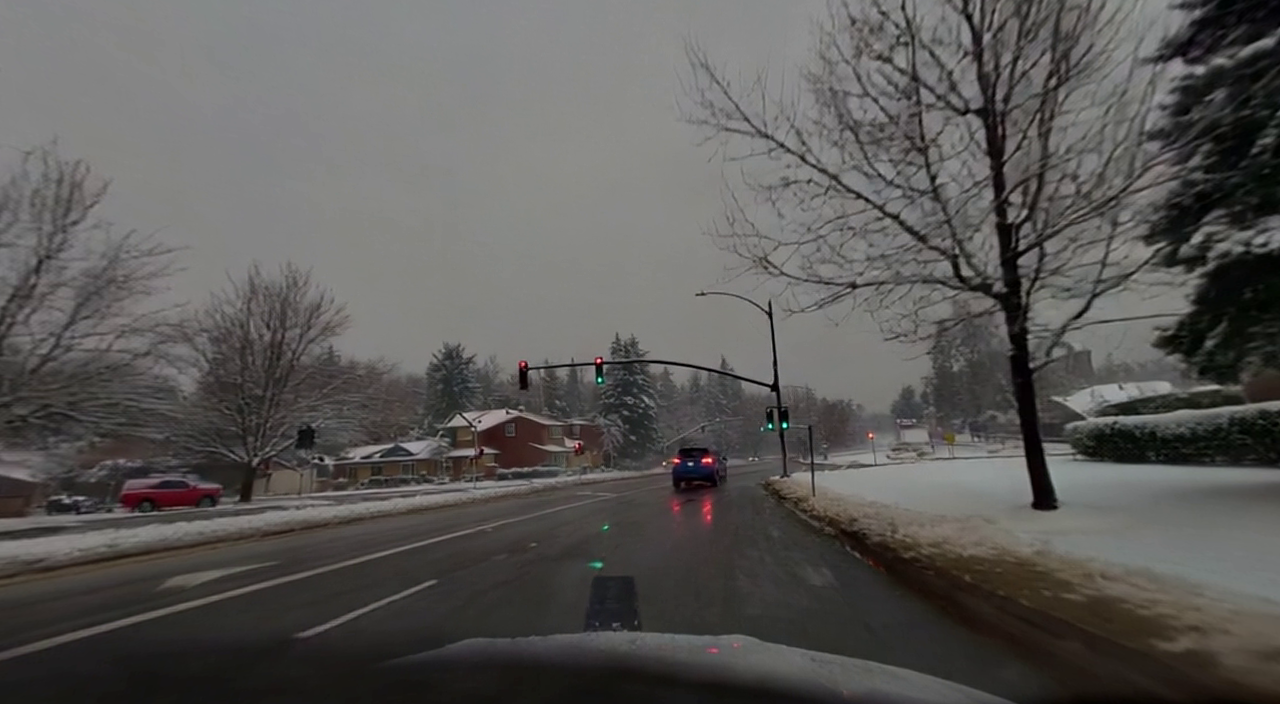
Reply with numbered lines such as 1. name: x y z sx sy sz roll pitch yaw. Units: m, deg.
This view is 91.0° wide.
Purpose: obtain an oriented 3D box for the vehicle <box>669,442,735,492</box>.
1. vehicle: 2.773 4.904 27.300 2.059 1.908 4.714 -3 -9 15

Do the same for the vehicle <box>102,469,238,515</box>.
1. vehicle: -23.476 6.972 31.838 2.332 1.896 5.688 -1 -9 2

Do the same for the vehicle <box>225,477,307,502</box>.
1. vehicle: -28.524 10.460 48.106 4.697 1.691 2.486 0 -8 -2
